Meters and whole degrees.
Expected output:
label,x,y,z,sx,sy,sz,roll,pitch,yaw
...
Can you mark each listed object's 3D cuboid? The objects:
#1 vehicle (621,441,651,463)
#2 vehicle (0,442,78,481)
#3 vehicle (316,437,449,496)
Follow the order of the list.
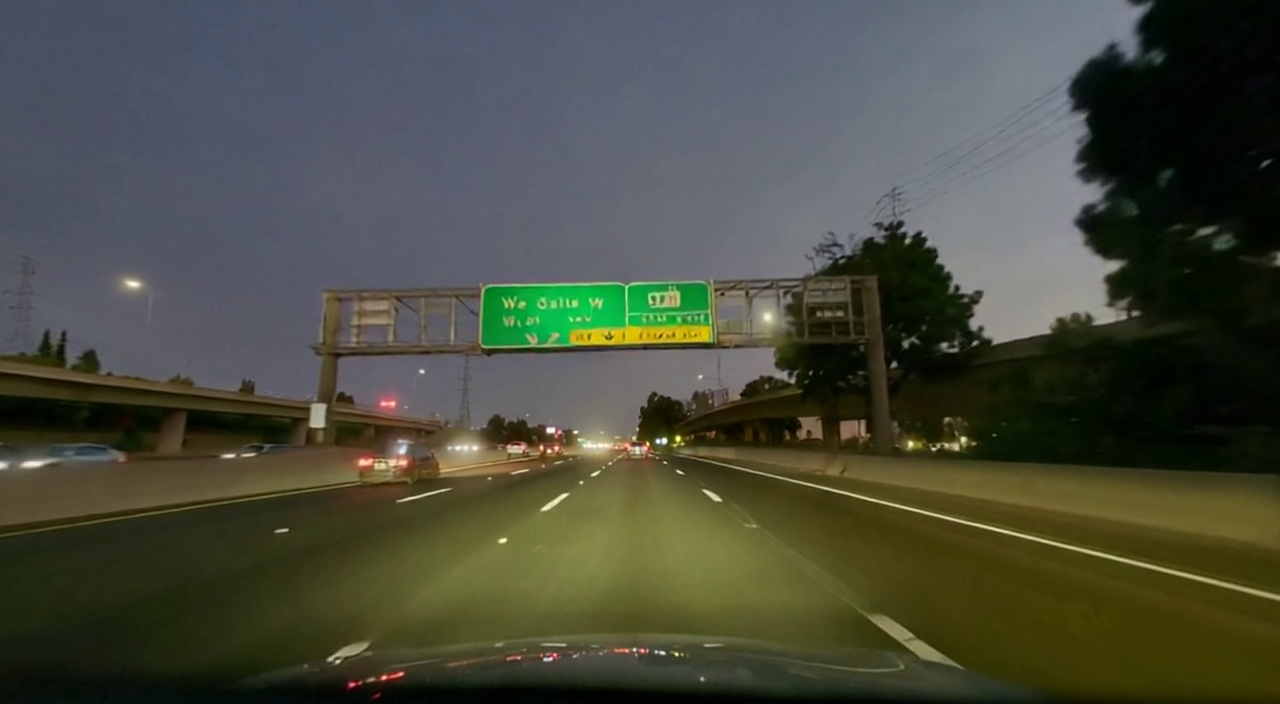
label,x,y,z,sx,sy,sz,roll,pitch,yaw
vehicle,-0.318,7.403,46.968,2.086,1.472,4.168,0,-8,-1
vehicle,-28.444,4.943,28.616,1.990,1.650,4.403,0,-9,0
vehicle,-7.370,3.316,18.737,1.994,1.487,4.605,0,-8,0
